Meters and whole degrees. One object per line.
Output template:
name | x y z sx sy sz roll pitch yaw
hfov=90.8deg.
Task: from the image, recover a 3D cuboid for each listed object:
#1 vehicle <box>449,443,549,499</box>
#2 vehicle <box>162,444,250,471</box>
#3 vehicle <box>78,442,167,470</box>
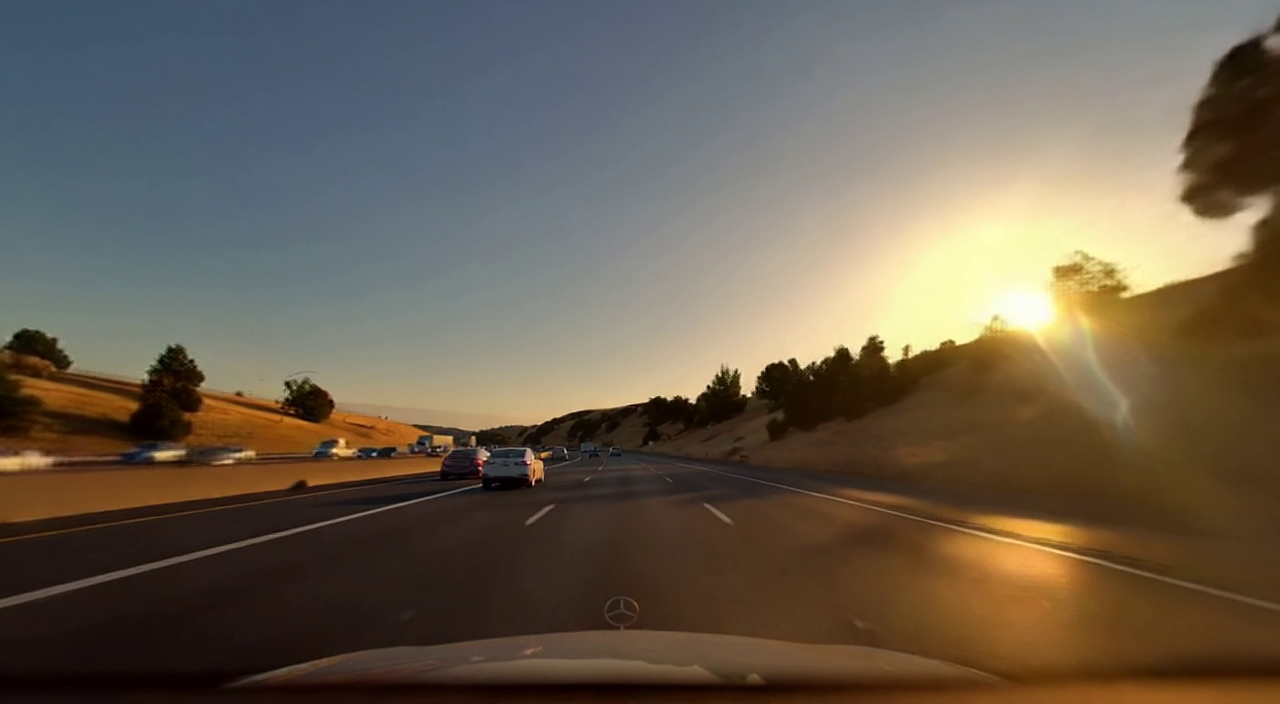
vehicle | -4.204 3.619 19.662 2.073 1.516 4.478 0 -9 0
vehicle | -25.754 6.281 37.728 1.881 1.483 4.791 0 -9 -1
vehicle | -32.874 6.618 40.311 1.997 1.678 4.408 0 -9 -2
